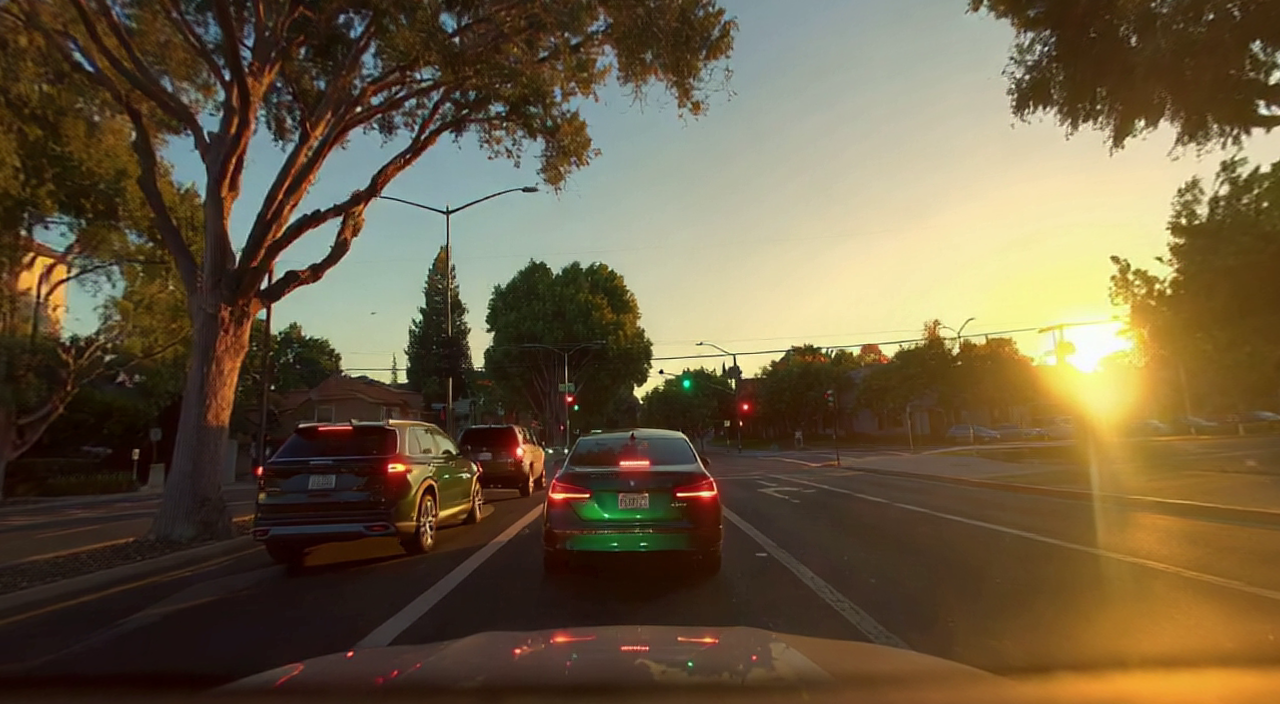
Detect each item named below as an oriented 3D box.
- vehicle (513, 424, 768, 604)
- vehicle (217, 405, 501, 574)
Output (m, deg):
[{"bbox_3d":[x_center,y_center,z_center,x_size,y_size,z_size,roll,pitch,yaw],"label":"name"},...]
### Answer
[{"bbox_3d":[-0.048,1.643,7.325,2.126,1.475,3.967,0,-8,-2],"label":"vehicle"},{"bbox_3d":[-3.418,1.754,8.807,2.046,1.751,4.208,0,-8,-1],"label":"vehicle"}]
